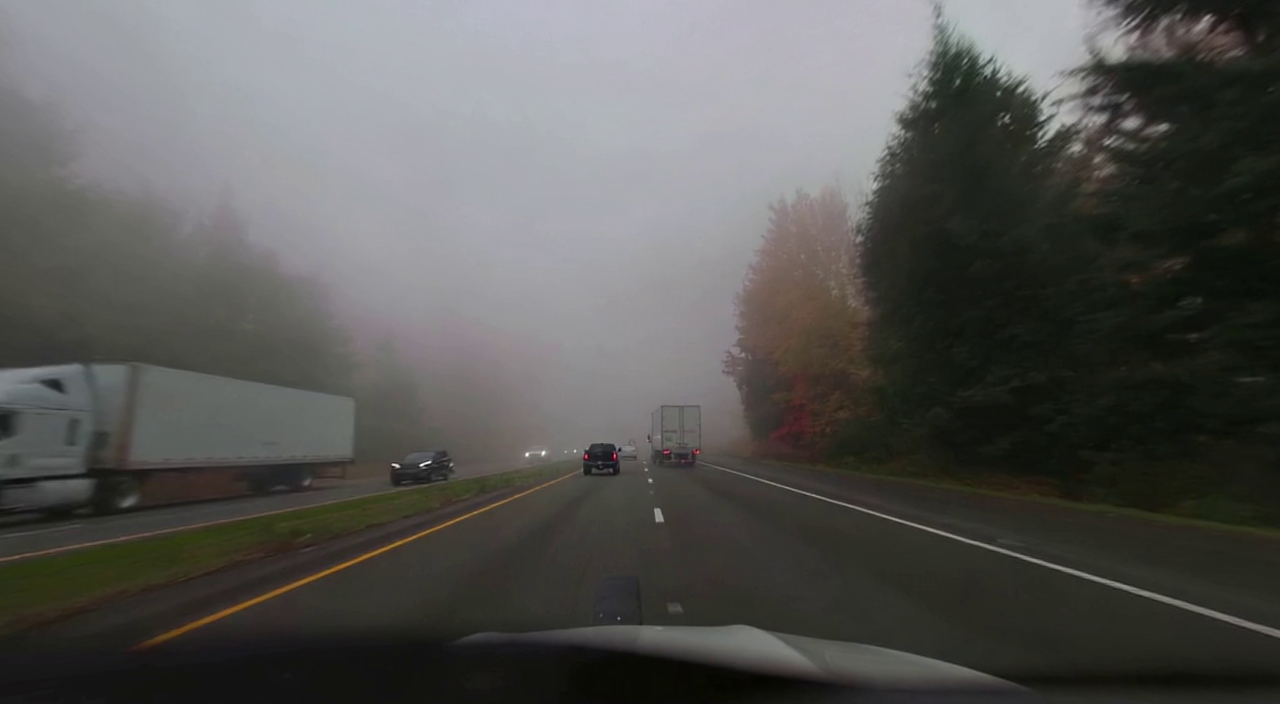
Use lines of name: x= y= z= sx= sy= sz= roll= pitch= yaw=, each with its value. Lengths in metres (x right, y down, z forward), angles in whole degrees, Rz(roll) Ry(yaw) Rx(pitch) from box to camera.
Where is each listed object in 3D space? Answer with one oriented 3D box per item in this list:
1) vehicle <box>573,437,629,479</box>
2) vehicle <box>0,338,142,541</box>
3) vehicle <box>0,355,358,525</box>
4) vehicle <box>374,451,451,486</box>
vehicle: x=-1.646 y=4.697 z=27.904 sx=2.151 sy=1.693 sz=4.201 roll=-1 pitch=-9 yaw=1
vehicle: x=-15.105 y=2.068 z=14.580 sx=2.924 sy=4.285 sz=4.614 roll=-1 pitch=-9 yaw=0
vehicle: x=-14.960 y=3.191 z=22.426 sx=2.946 sy=4.111 sz=14.152 roll=-1 pitch=-9 yaw=1
vehicle: x=-10.860 y=5.568 z=30.263 sx=1.958 sy=1.503 sz=4.696 roll=-1 pitch=-9 yaw=0
